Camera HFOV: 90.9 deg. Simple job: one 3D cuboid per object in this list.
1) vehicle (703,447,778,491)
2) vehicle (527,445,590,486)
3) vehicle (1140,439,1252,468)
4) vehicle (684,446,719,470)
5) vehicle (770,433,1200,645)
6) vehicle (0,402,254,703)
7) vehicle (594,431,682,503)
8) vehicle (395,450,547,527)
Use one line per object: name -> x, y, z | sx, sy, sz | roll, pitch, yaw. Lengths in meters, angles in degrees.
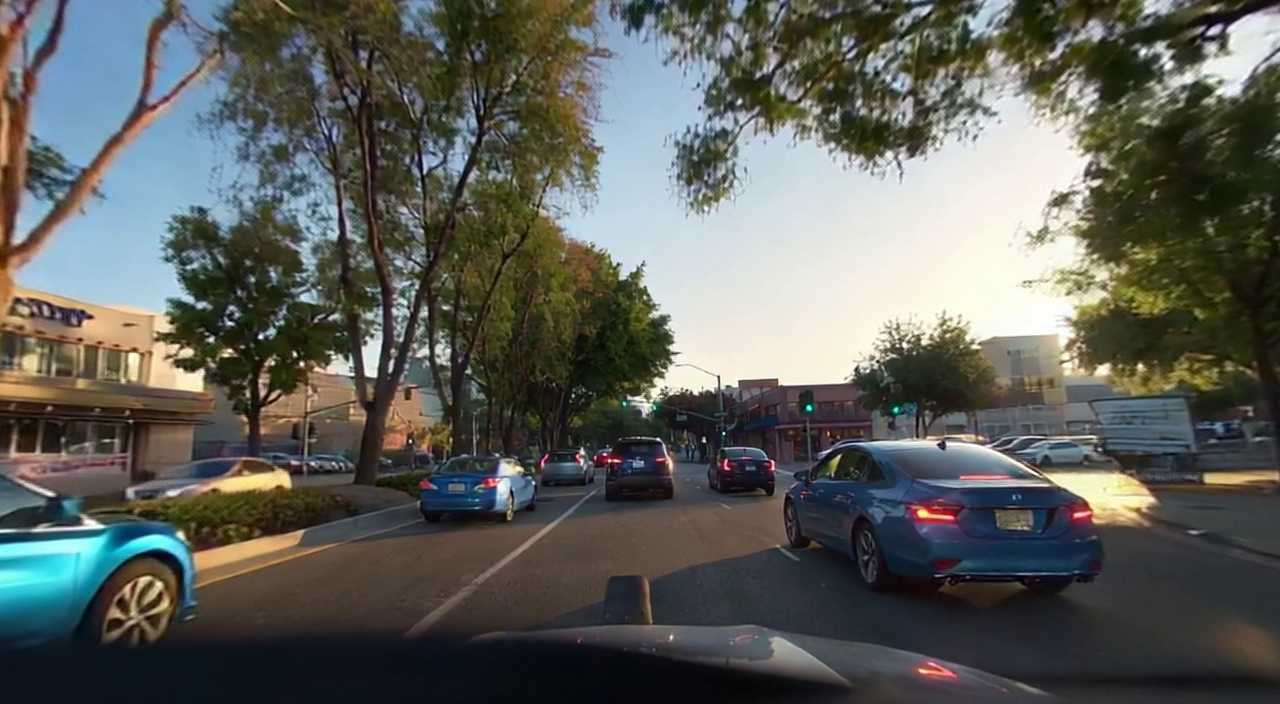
vehicle -> 3.620, 4.296, 23.500 | 2.058, 1.472, 4.317 | 0, -8, -1
vehicle -> -3.443, 4.883, 27.433 | 2.130, 1.645, 3.995 | 0, -8, 1
vehicle -> 33.511, 6.140, 38.166 | 4.534, 1.680, 2.002 | -3, -9, 22
vehicle -> 4.628, 8.027, 48.027 | 2.220, 1.706, 4.178 | 0, -8, 0
vehicle -> 2.921, 1.667, 6.796 | 2.052, 1.475, 4.540 | 0, -8, 0
vehicle -> -4.021, 0.960, 2.572 | 2.173, 1.536, 4.285 | 0, -8, 0
vehicle -> -0.041, 3.423, 19.208 | 2.361, 1.898, 4.465 | 0, -8, 1
vehicle -> -3.397, 2.820, 13.579 | 2.115, 1.369, 3.908 | 0, -8, 1
